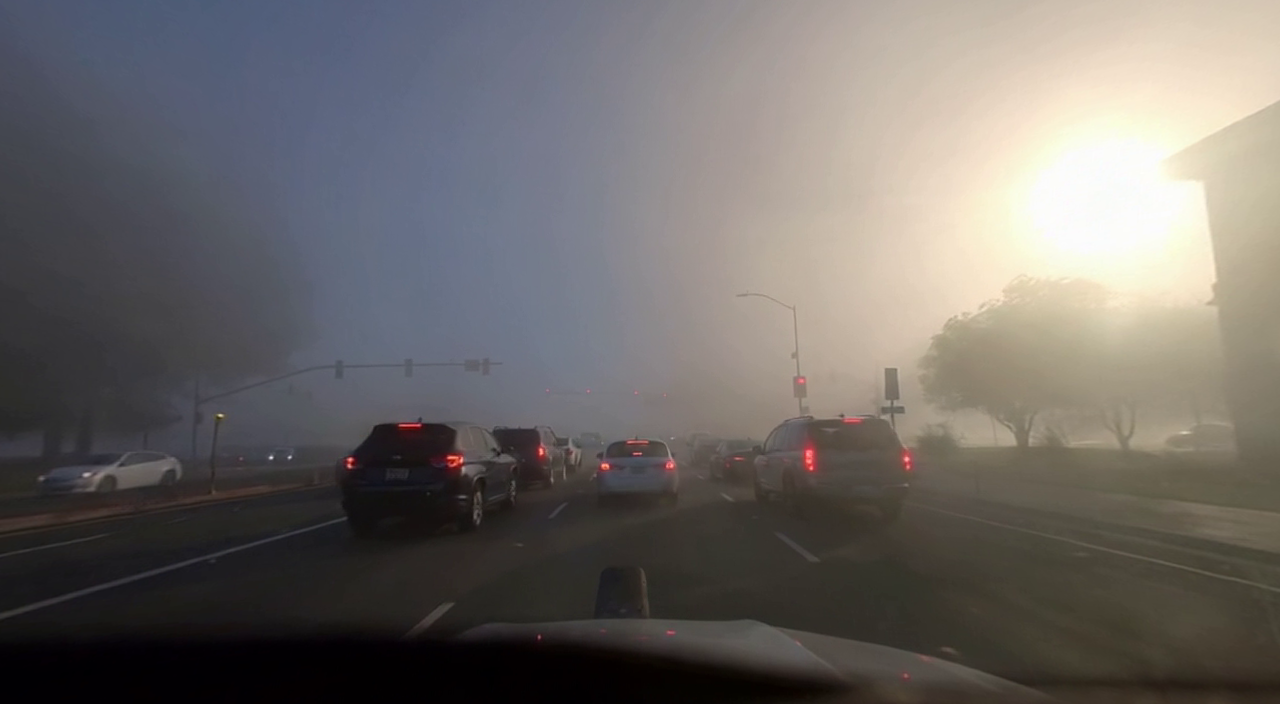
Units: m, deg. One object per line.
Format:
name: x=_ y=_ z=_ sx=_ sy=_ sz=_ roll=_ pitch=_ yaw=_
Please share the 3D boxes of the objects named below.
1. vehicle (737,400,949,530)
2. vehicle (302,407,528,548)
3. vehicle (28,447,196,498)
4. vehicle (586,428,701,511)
vehicle: x=3.255 y=1.945 z=11.328 sx=2.141 sy=1.833 sz=4.704 roll=0 pitch=-8 yaw=-2
vehicle: x=-3.134 y=1.843 z=9.867 sx=1.912 sy=1.703 sz=4.261 roll=0 pitch=-8 yaw=1
vehicle: x=-21.347 y=4.831 z=25.842 sx=2.219 sy=1.786 sz=5.705 roll=1 pitch=-8 yaw=-4
vehicle: x=0.043 y=2.366 z=13.082 sx=2.021 sy=1.461 sz=3.862 roll=0 pitch=-8 yaw=0
